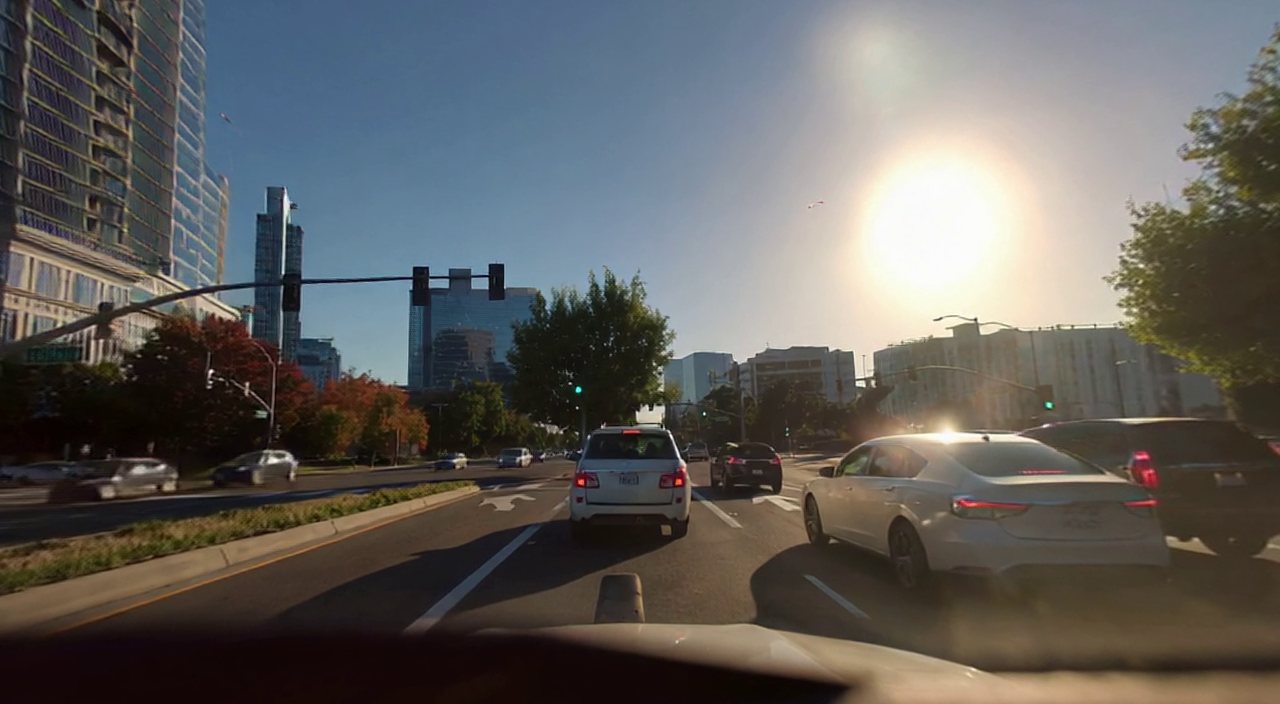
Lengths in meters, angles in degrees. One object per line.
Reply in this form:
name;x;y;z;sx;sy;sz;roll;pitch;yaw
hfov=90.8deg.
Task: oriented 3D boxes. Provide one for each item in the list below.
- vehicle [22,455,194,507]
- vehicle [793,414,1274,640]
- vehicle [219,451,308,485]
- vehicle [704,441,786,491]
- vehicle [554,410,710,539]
vehicle;-17.413;4.217;21.056;1.836;1.468;4.449;0;-9;0
vehicle;3.348;1.578;6.866;2.034;1.558;4.774;0;-9;-2
vehicle;-20.916;6.427;35.359;2.138;1.708;4.589;-1;-9;1
vehicle;3.496;3.879;21.820;2.004;1.523;4.263;0;-9;-1
vehicle;-0.148;2.088;11.322;2.236;1.827;4.316;0;-9;-1
